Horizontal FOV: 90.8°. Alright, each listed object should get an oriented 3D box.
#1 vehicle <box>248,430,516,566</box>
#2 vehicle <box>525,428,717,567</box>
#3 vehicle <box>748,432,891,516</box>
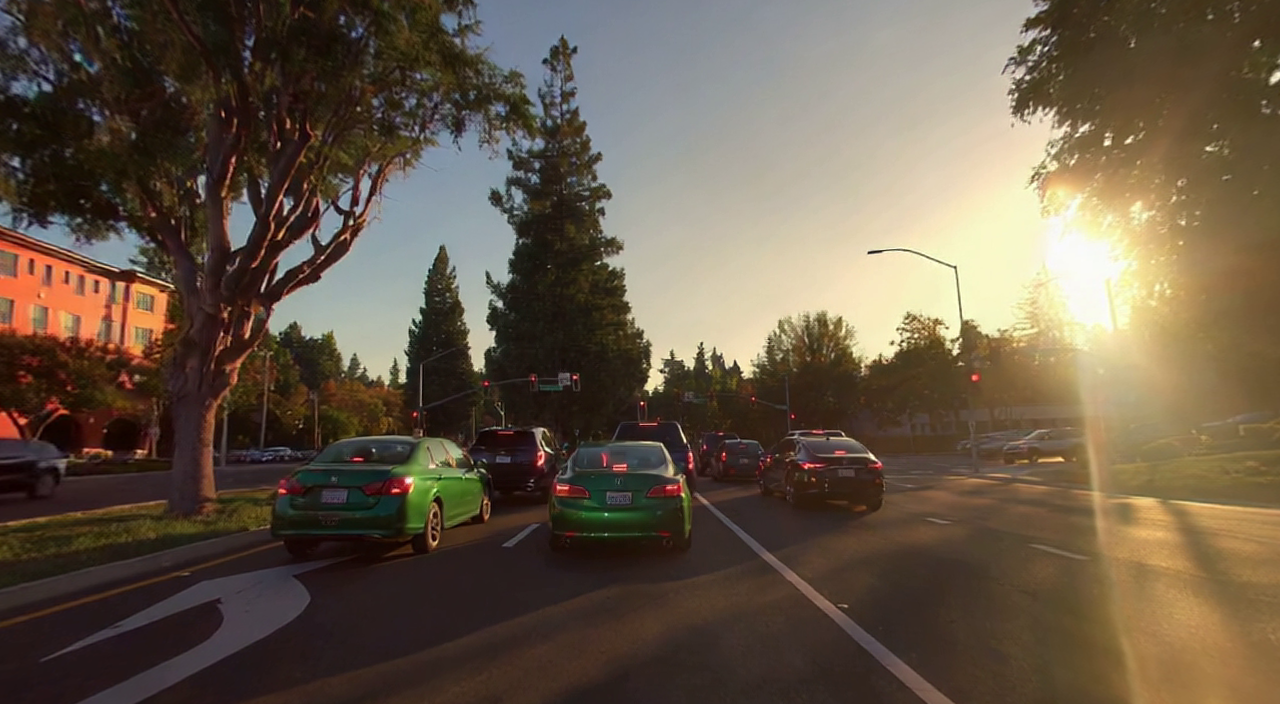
[{"bbox_3d":[-3.208,1.884,8.944,1.917,1.441,4.128,-1,-8,2],"label":"vehicle"},{"bbox_3d":[-0.214,1.834,8.708,2.041,1.450,3.847,0,-8,0],"label":"vehicle"},{"bbox_3d":[3.541,2.466,13.275,1.880,1.476,3.932,0,-8,1],"label":"vehicle"}]
